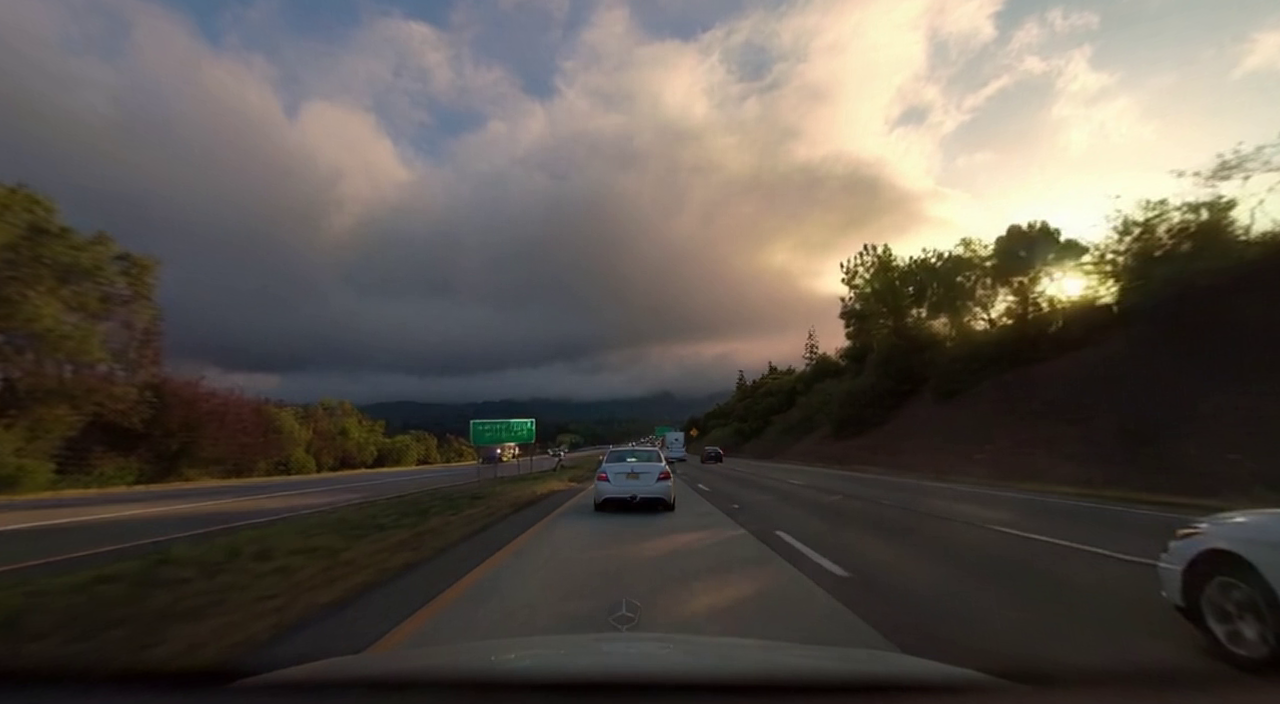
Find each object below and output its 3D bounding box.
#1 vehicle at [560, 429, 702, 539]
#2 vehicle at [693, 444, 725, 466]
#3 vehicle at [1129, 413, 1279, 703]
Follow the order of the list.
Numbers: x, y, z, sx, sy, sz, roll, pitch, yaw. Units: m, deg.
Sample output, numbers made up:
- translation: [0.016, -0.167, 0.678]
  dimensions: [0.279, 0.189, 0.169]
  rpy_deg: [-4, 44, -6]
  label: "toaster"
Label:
- translation: [-0.141, 2.228, 11.153]
  dimensions: [2.088, 1.580, 3.657]
  rpy_deg: [0, -9, 0]
  label: "vehicle"
- translation: [5.178, 7.766, 47.503]
  dimensions: [1.931, 1.516, 3.995]
  rpy_deg: [0, -9, 0]
  label: "vehicle"
- translation: [3.992, 0.819, 1.790]
  dimensions: [1.937, 1.422, 4.057]
  rpy_deg: [-1, -9, 1]
  label: "vehicle"
